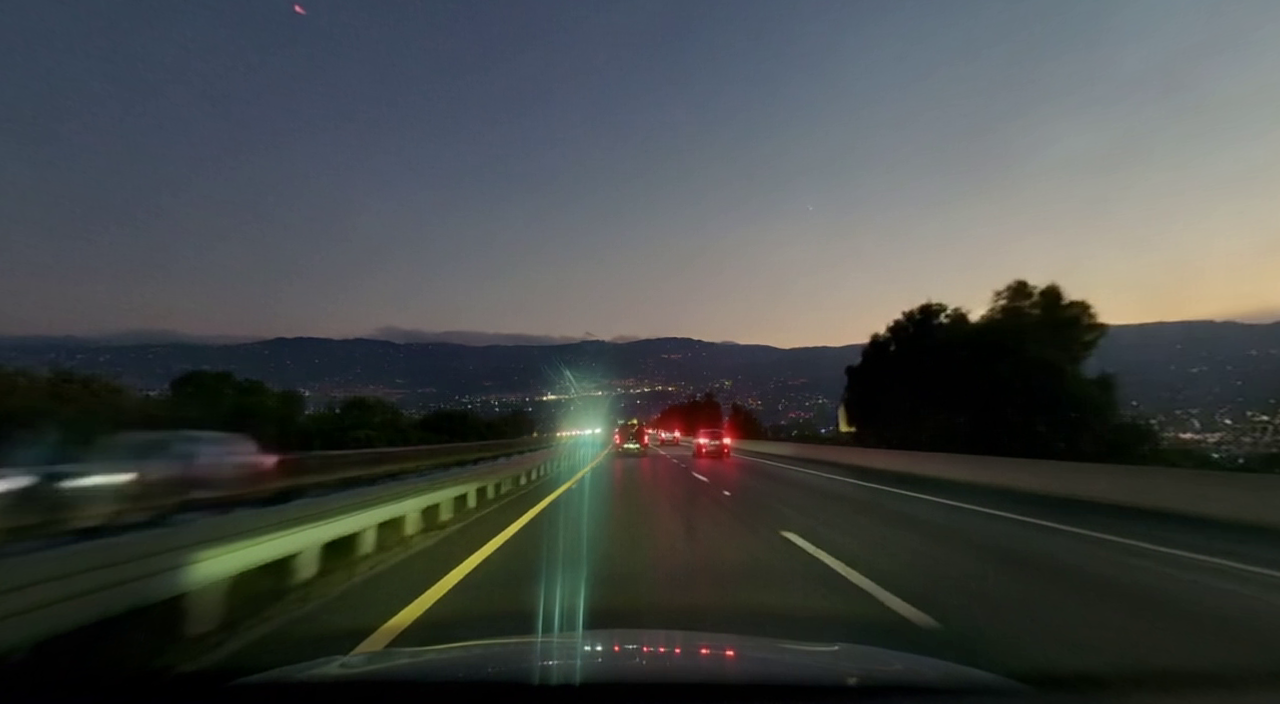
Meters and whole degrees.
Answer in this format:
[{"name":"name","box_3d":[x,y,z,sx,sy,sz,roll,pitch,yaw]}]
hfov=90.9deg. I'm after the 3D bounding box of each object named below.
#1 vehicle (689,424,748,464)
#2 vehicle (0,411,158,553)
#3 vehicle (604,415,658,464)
[{"name":"vehicle","box_3d":[3.388,4.072,28.024,1.981,1.606,3.956,0,-8,-2]},{"name":"vehicle","box_3d":[-8.800,1.707,8.372,1.811,1.736,3.792,-1,-8,-1]},{"name":"vehicle","box_3d":[-0.462,4.026,29.000,2.270,2.044,4.633,0,-8,-2]}]
